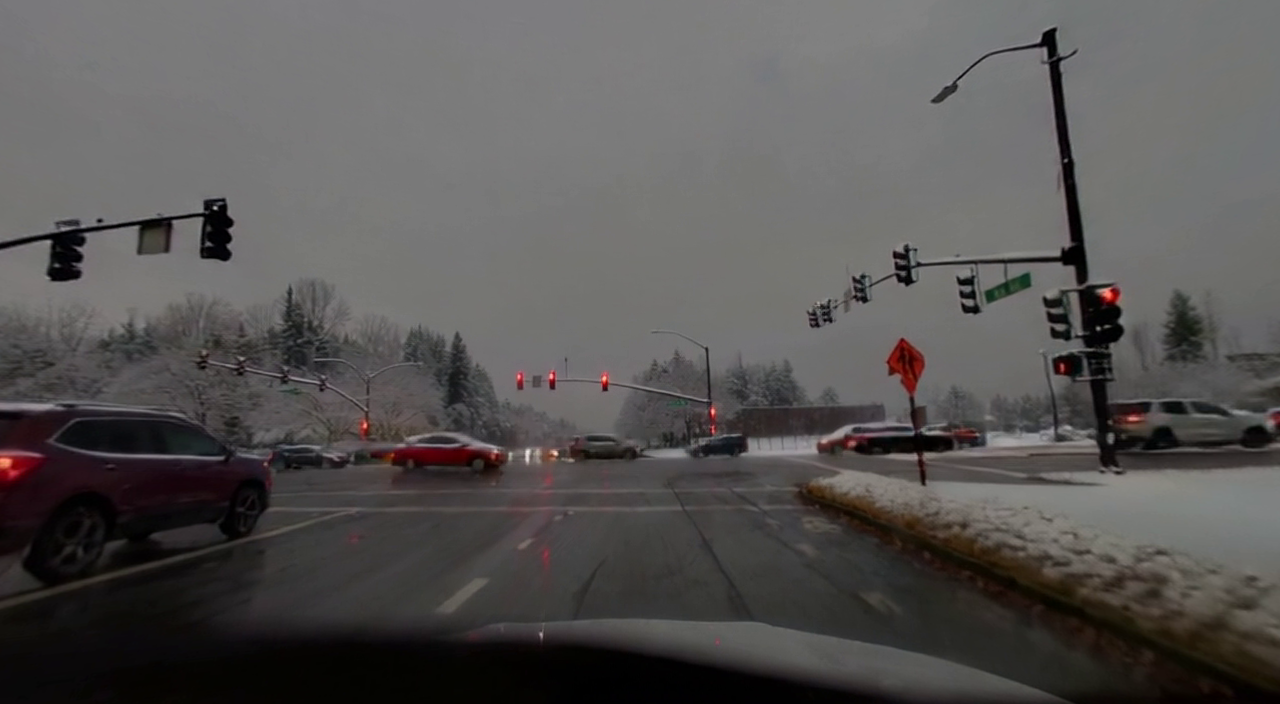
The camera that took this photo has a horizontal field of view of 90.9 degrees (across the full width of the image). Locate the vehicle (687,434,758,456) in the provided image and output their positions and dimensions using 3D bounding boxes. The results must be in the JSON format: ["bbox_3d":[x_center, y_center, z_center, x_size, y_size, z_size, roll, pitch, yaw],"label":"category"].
[{"bbox_3d":[5.716,6.487,43.843,4.785,1.472,1.799,-1,-9,5],"label":"vehicle"}]

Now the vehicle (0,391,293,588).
[{"bbox_3d":[-6.394,1.496,7.460,1.785,1.678,4.729,0,-9,1],"label":"vehicle"}]

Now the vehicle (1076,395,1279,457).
[{"bbox_3d":[17.252,2.375,20.007,5.084,1.824,2.050,-1,-9,6],"label":"vehicle"}]

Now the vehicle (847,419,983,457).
[{"bbox_3d":[10.772,3.443,24.987,4.515,1.422,1.802,-1,-9,5],"label":"vehicle"}]

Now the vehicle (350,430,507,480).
[{"bbox_3d":[-7.416,3.661,22.396,4.865,1.663,1.962,-1,-9,7],"label":"vehicle"}]

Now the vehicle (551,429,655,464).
[{"bbox_3d":[-1.654,4.397,29.339,4.591,1.525,1.836,-1,-9,6],"label":"vehicle"}]
